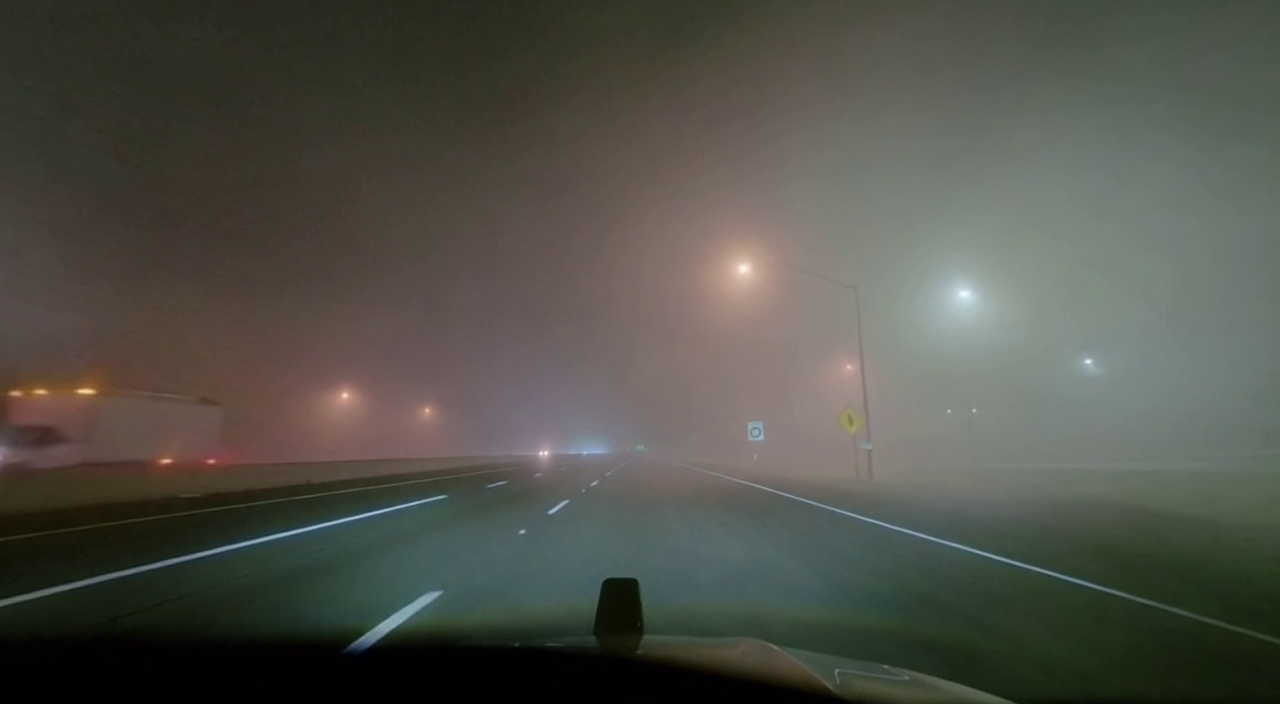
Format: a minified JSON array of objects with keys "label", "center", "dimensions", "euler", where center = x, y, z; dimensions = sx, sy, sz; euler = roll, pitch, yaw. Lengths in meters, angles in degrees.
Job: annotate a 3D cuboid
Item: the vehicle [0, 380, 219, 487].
[{"label":"vehicle","center":[-24.491,3.837,28.642],"dimensions":[3.036,3.902,11.182],"euler":[0,-9,-1]}]
